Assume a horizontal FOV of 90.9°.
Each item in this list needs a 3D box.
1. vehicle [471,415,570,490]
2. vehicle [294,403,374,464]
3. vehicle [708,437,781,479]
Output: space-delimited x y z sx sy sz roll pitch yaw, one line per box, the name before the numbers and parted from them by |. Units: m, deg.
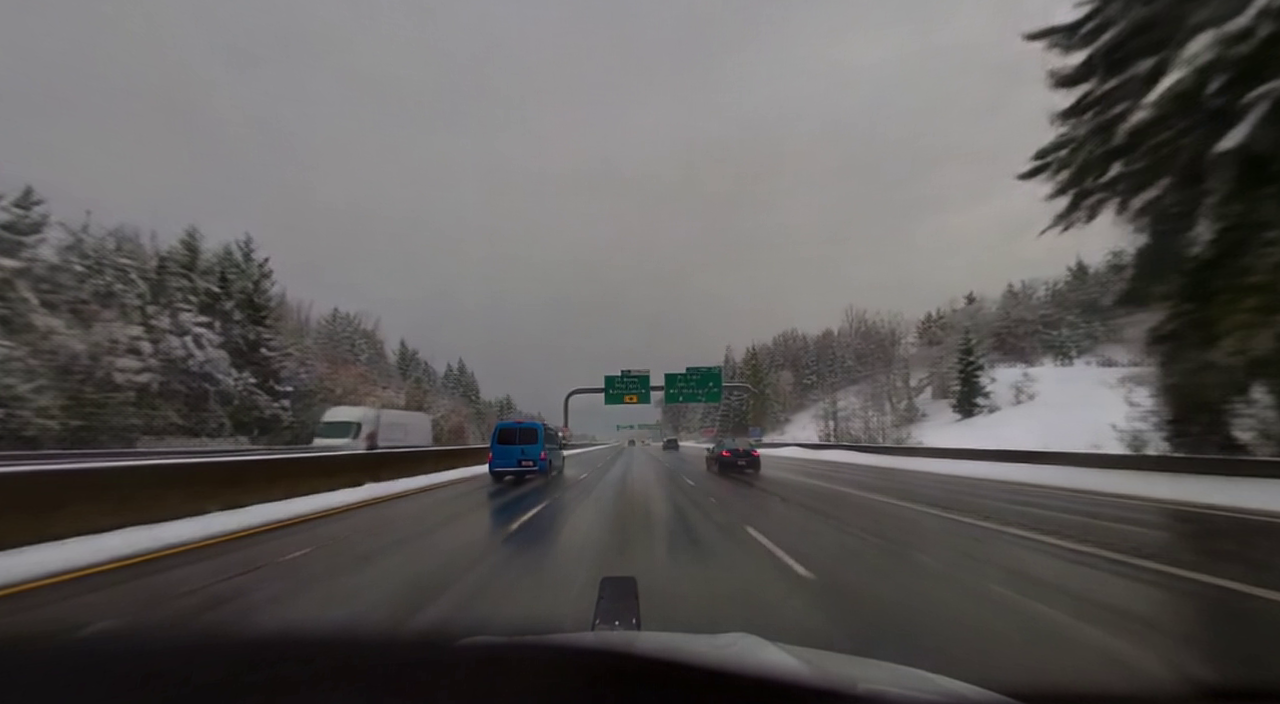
vehicle | -3.563 3.113 19.924 2.275 2.053 5.082 1 -8 -2
vehicle | -20.314 5.458 42.150 2.937 3.848 4.375 0 -8 0
vehicle | 3.907 4.006 24.240 2.020 1.464 3.803 1 -8 -2
